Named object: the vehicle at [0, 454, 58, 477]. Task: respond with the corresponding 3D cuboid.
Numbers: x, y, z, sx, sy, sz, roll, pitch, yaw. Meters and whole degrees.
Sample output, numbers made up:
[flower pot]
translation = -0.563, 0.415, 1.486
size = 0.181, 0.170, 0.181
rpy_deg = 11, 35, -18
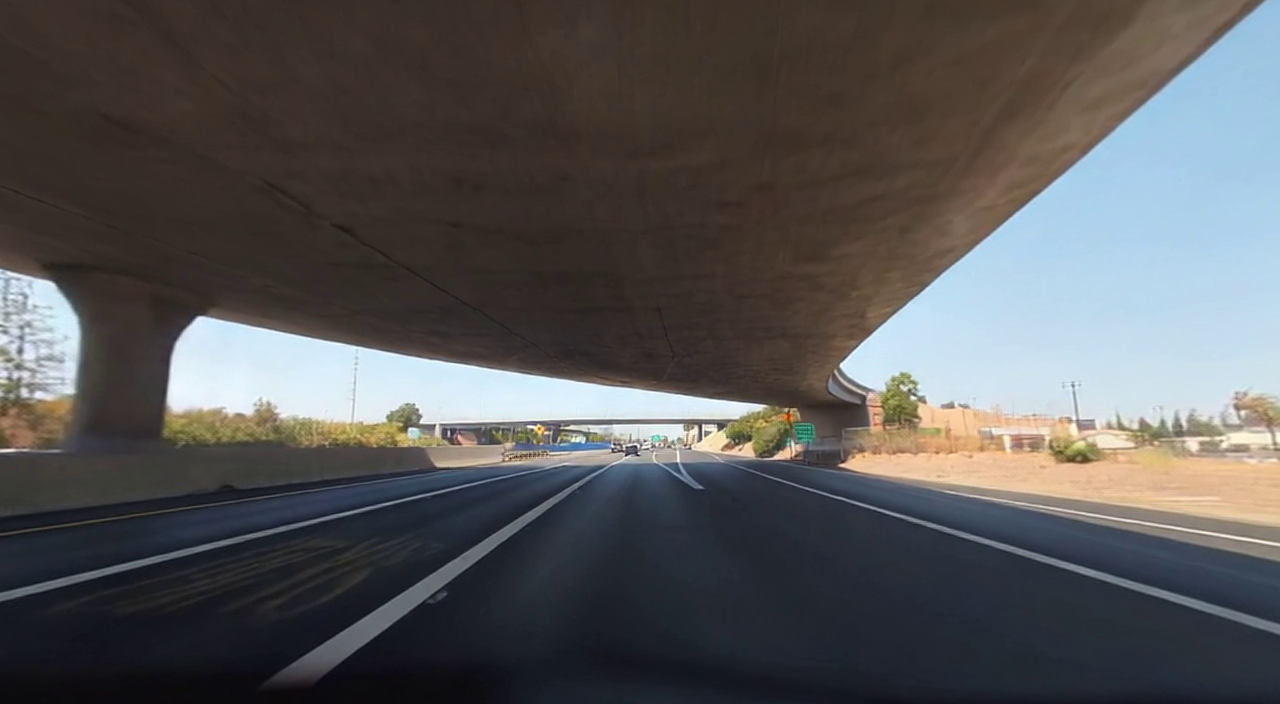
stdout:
[vehicle]
translation = -47.121, 8.536, 47.627
size = 1.857, 1.578, 4.591
rpy_deg = 0, -9, -1
